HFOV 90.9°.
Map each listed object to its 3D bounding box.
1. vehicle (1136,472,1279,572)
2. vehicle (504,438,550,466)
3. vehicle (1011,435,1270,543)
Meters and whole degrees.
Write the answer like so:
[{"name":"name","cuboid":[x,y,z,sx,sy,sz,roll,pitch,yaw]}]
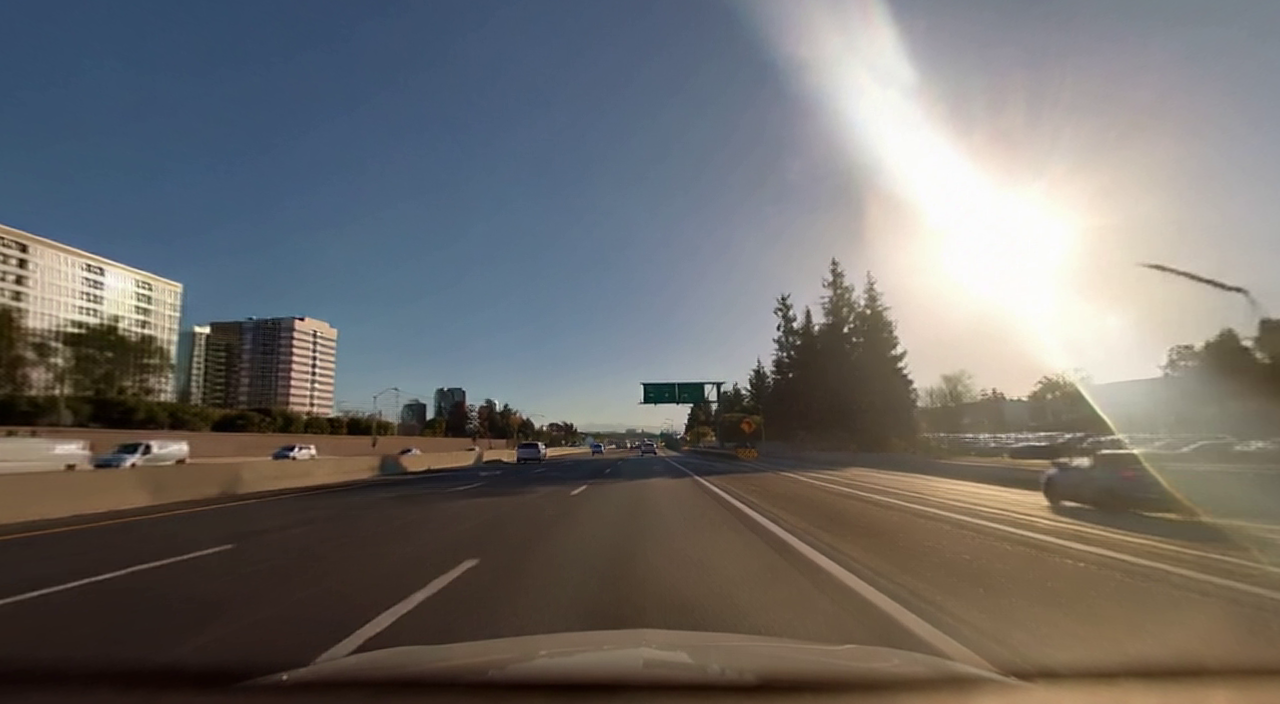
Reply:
[{"name":"vehicle","cuboid":[18.988,4.160,13.550,3.122,2.437,15.553,0,-8,-5]},{"name":"vehicle","cuboid":[-7.149,6.360,40.307,2.088,1.678,4.426,0,-8,1]},{"name":"vehicle","cuboid":[18.029,4.854,23.689,3.007,3.318,7.486,1,-8,-5]}]
